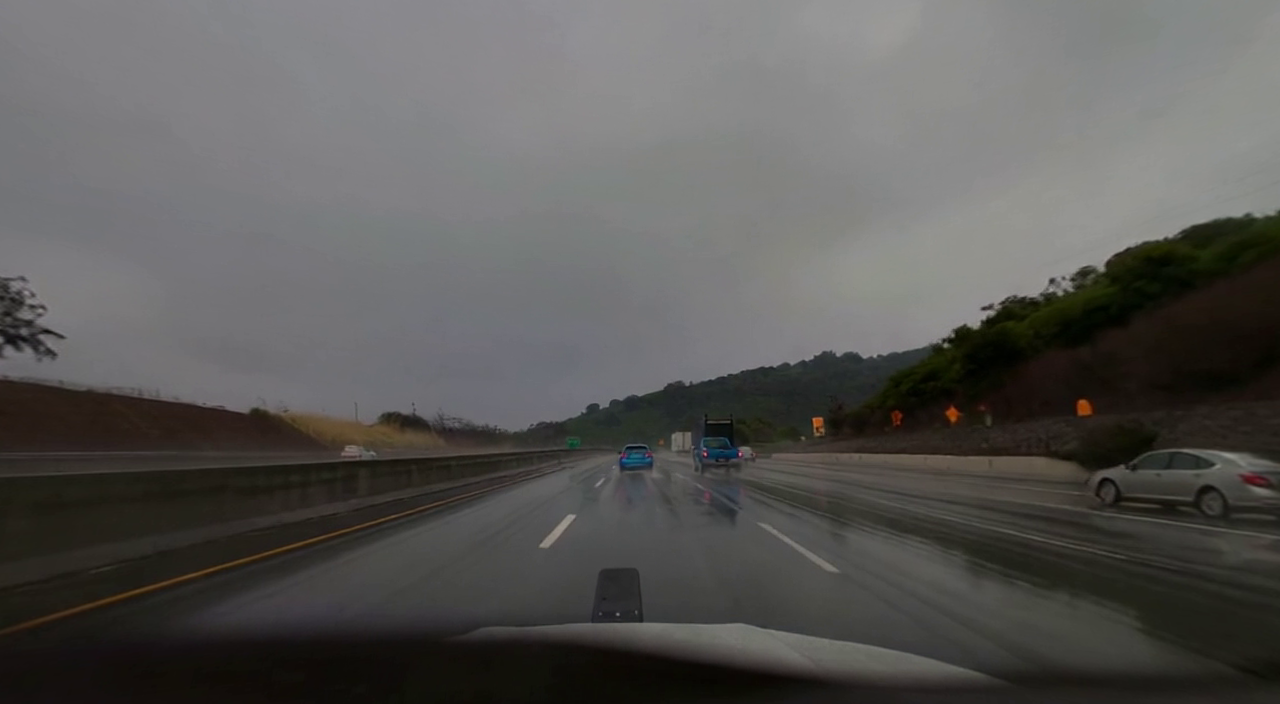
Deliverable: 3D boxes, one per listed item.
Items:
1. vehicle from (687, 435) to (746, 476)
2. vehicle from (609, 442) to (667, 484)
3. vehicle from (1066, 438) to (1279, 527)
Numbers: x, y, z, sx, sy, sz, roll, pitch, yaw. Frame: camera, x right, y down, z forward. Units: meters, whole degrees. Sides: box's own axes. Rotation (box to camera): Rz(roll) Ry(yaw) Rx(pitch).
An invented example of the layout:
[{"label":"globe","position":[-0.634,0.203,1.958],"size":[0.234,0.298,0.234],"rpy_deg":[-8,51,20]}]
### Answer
[{"label":"vehicle","position":[3.634,5.029,30.859],"size":[2.098,1.794,4.561],"rpy_deg":[0,-9,-2]},{"label":"vehicle","position":[-0.122,4.266,24.541],"size":[2.083,1.477,3.965],"rpy_deg":[0,-9,-1]},{"label":"vehicle","position":[11.086,2.489,12.685],"size":[1.945,1.451,4.397],"rpy_deg":[0,-9,-1]}]
